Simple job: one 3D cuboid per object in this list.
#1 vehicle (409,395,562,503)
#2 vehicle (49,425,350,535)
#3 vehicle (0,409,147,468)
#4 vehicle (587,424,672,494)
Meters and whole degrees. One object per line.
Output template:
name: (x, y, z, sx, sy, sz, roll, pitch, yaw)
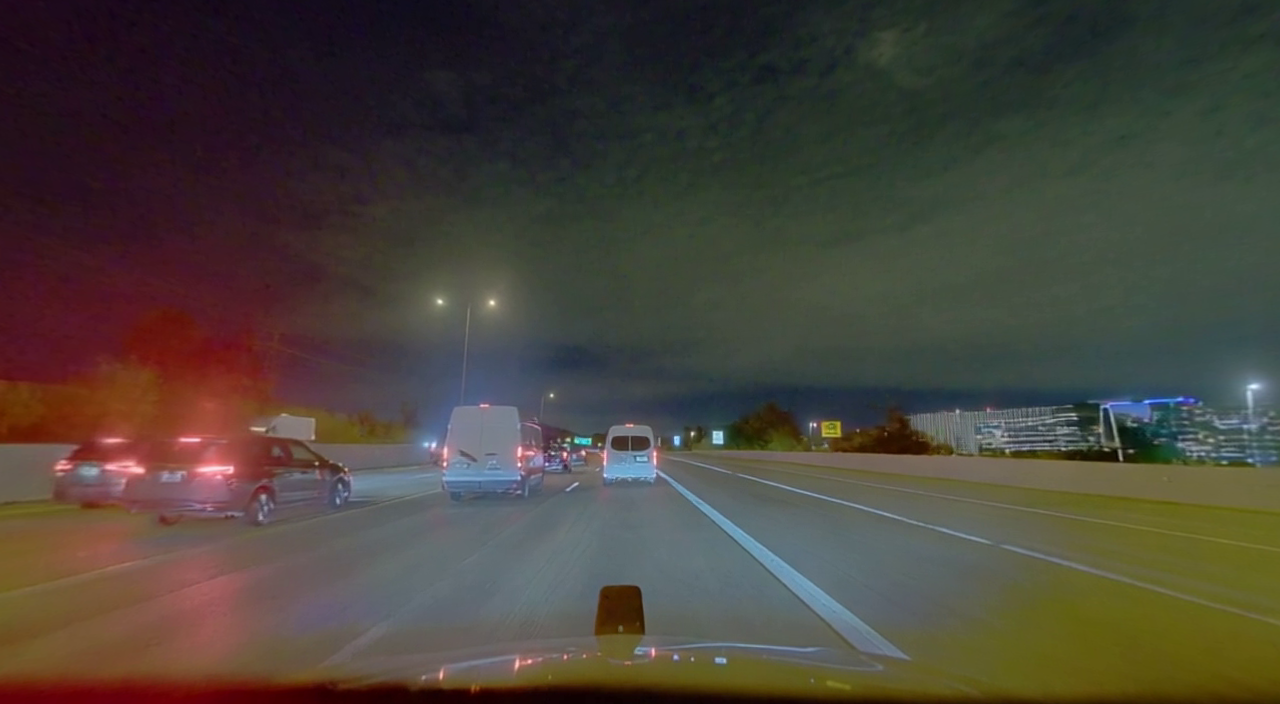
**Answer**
vehicle: (-3.645, 2.511, 16.394, 2.504, 2.276, 5.933, 0, -9, 0)
vehicle: (-7.125, 2.109, 10.998, 1.959, 1.493, 4.575, 0, -9, 0)
vehicle: (-15.938, 2.427, 17.517, 1.587, 1.464, 3.566, 0, -9, -2)
vehicle: (-0.256, 3.100, 18.532, 2.207, 1.807, 4.199, 0, -9, 1)
